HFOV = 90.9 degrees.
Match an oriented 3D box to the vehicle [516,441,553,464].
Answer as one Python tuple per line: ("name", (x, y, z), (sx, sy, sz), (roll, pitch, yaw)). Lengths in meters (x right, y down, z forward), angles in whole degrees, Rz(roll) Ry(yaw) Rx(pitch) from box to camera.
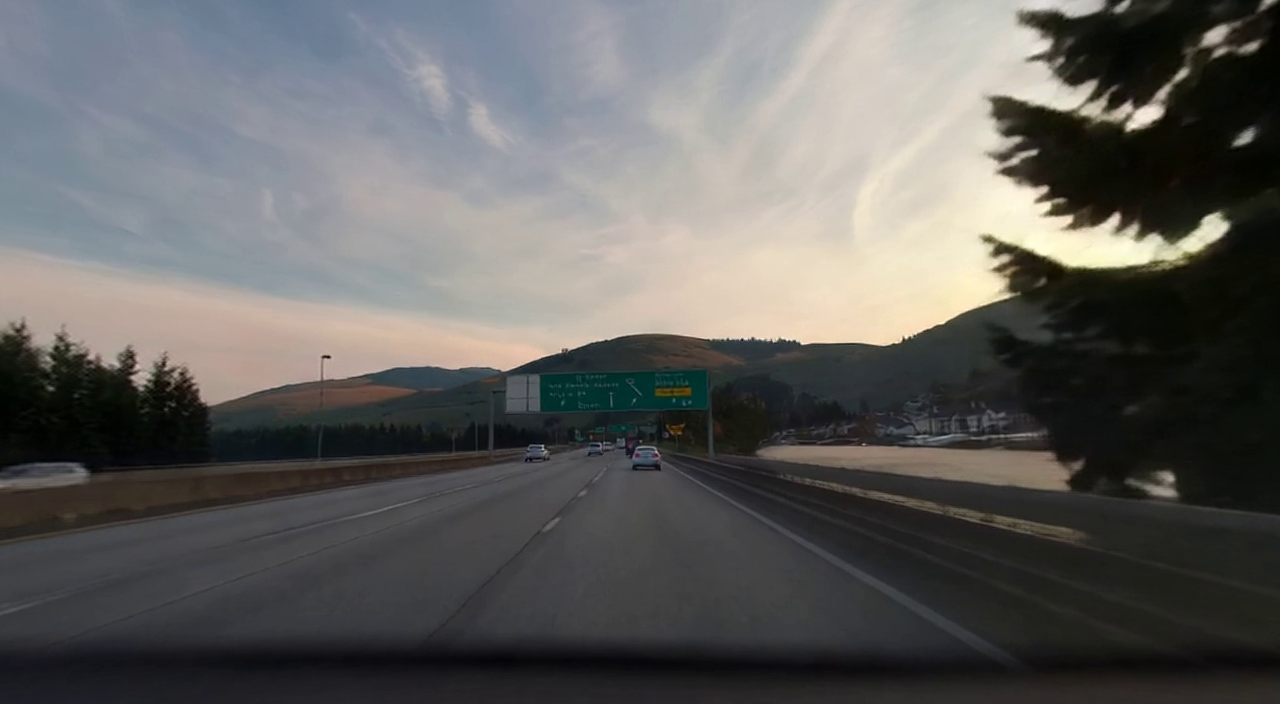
("vehicle", (-7.128, 6.848, 42.894), (1.955, 1.468, 3.637), (0, -9, 0))

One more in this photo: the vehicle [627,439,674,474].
("vehicle", (0.395, 4.860, 29.518), (2.019, 1.475, 4.301), (0, -9, -1))
